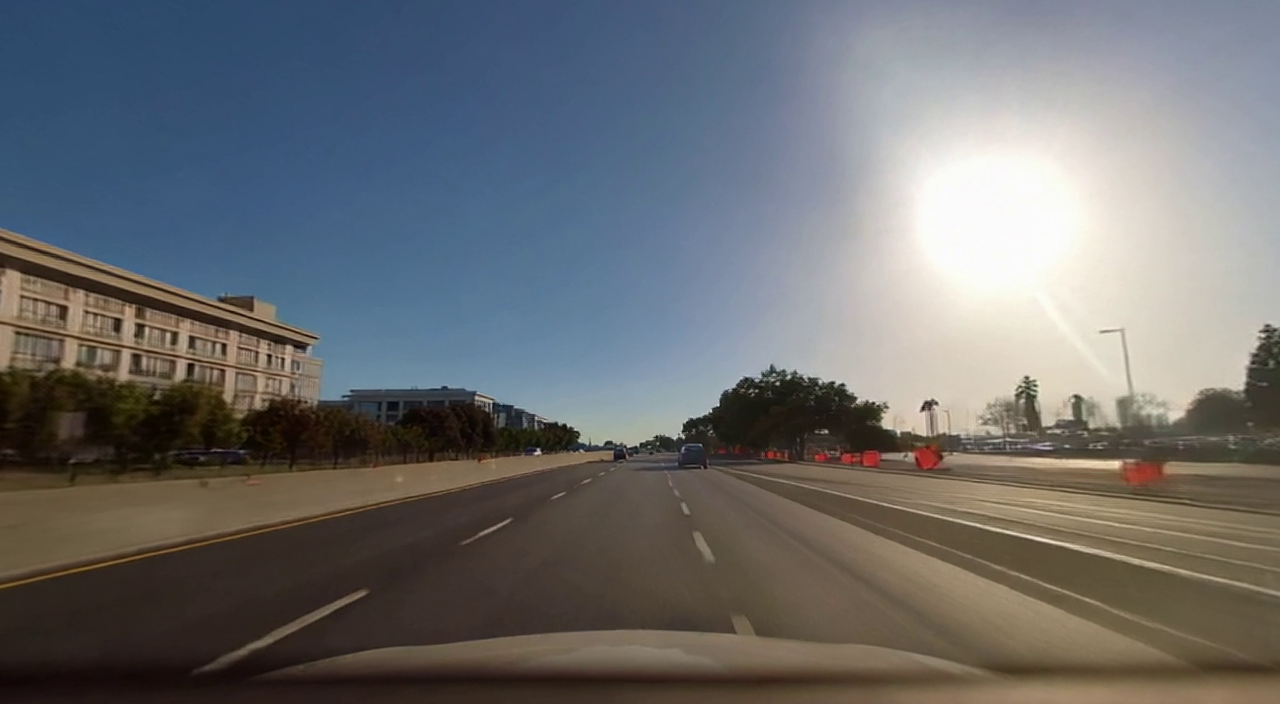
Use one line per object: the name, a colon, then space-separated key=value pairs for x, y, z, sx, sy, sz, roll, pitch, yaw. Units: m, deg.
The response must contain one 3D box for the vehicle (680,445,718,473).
vehicle: x=3.562 y=6.551 z=38.791 sx=1.974 sy=1.557 sz=4.479 roll=0 pitch=-9 yaw=0
